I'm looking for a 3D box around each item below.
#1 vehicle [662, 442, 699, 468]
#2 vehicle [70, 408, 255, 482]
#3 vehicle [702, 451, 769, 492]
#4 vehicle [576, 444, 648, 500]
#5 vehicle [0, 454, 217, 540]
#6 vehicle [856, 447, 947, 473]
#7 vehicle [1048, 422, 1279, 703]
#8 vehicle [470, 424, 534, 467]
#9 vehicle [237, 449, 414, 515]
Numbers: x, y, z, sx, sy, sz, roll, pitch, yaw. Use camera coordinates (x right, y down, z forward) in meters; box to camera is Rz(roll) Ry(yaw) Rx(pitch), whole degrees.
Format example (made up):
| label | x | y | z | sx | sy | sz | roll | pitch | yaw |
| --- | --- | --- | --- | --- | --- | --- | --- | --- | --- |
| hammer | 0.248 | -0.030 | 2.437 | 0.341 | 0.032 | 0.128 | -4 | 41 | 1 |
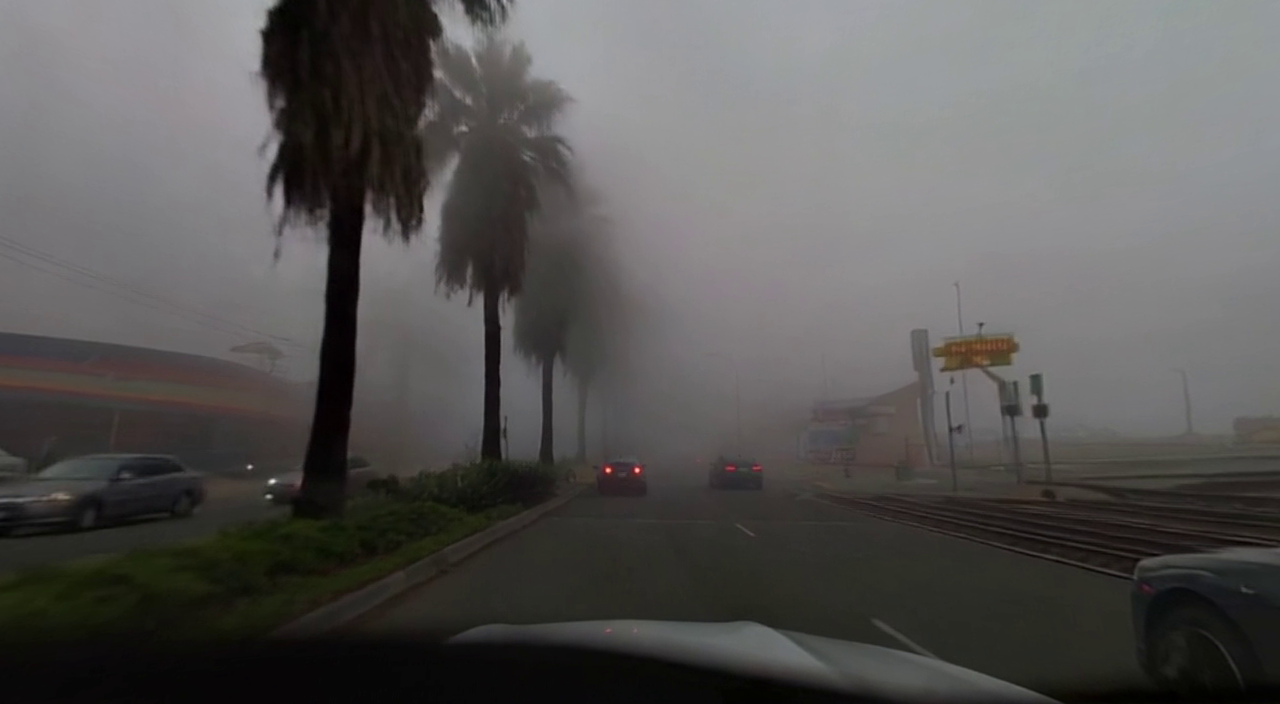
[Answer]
| label | x | y | z | sx | sy | sz | roll | pitch | yaw |
| --- | --- | --- | --- | --- | --- | --- | --- | --- | --- |
| vehicle | 2.933 | 7.779 | 47.269 | 2.299 | 1.803 | 5.434 | 0 | -10 | -1 |
| vehicle | -23.893 | 4.871 | 32.385 | 2.791 | 3.271 | 7.924 | 0 | -10 | 3 |
| vehicle | 3.614 | 4.641 | 24.683 | 1.889 | 1.448 | 4.262 | 0 | -10 | -1 |
| vehicle | -0.957 | 3.763 | 19.902 | 2.021 | 1.550 | 4.090 | 1 | -10 | -5 |
| vehicle | -11.498 | 2.950 | 13.375 | 1.865 | 1.472 | 4.532 | 0 | -10 | 1 |
| vehicle | 14.703 | 6.104 | 35.651 | 4.293 | 1.438 | 1.773 | 0 | -10 | 1 |
| vehicle | 3.510 | 0.887 | 1.690 | 1.987 | 1.474 | 4.198 | 0 | -10 | 0 |
| vehicle | -10.435 | 7.337 | 48.743 | 2.662 | 2.995 | 8.344 | 0 | -10 | 2 |
| vehicle | -8.009 | 3.380 | 16.778 | 2.052 | 1.483 | 4.751 | 0 | -10 | 3 |
